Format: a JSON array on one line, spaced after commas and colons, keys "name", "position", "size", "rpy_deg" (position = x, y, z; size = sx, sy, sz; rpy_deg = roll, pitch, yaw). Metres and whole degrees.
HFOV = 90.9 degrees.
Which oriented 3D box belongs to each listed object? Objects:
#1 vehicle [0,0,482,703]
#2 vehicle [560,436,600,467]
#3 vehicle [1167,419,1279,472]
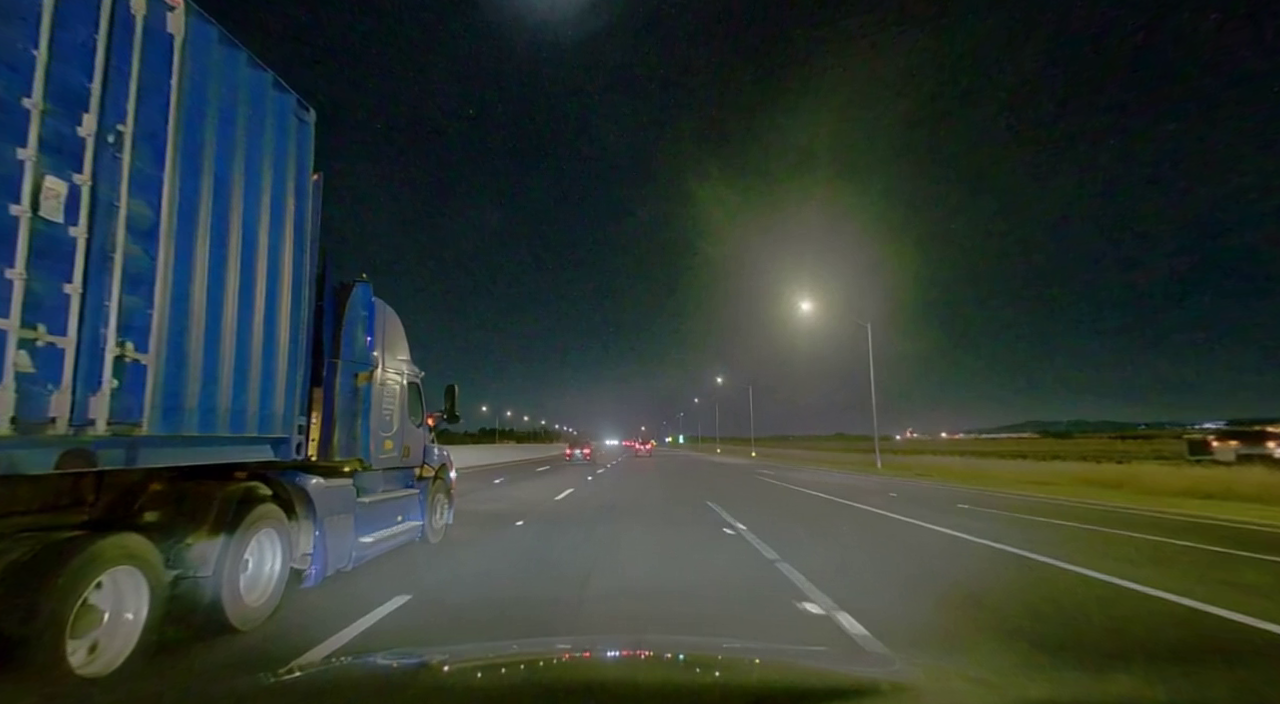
[{"name": "vehicle", "position": [-3.970, 0.210, 5.825], "size": [2.987, 3.868, 7.576], "rpy_deg": [0, -8, 0]}, {"name": "vehicle", "position": [-3.554, 6.019, 38.153], "size": [1.995, 1.745, 4.187], "rpy_deg": [0, -8, 0]}, {"name": "vehicle", "position": [43.744, 6.589, 44.566], "size": [3.198, 3.490, 9.353], "rpy_deg": [3, -9, -20]}]
